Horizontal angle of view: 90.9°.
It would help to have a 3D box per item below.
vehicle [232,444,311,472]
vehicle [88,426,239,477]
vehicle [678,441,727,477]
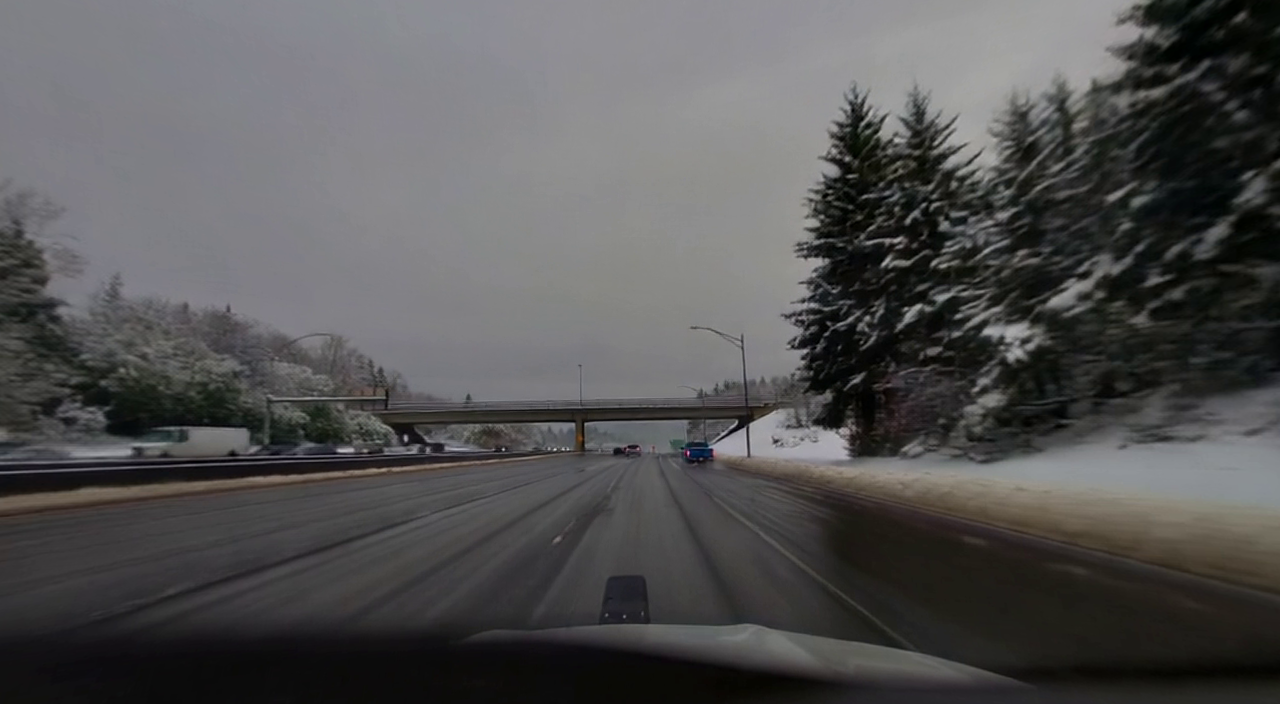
[{"bbox_3d":[-20.416,5.871,35.173,1.833,1.457,4.188,0,-9,0],"label":"vehicle"},{"bbox_3d":[-23.720,5.018,31.888,2.808,2.299,6.041,0,-8,1],"label":"vehicle"},{"bbox_3d":[2.981,5.236,31.187,2.010,1.637,4.940,0,-9,1],"label":"vehicle"}]
